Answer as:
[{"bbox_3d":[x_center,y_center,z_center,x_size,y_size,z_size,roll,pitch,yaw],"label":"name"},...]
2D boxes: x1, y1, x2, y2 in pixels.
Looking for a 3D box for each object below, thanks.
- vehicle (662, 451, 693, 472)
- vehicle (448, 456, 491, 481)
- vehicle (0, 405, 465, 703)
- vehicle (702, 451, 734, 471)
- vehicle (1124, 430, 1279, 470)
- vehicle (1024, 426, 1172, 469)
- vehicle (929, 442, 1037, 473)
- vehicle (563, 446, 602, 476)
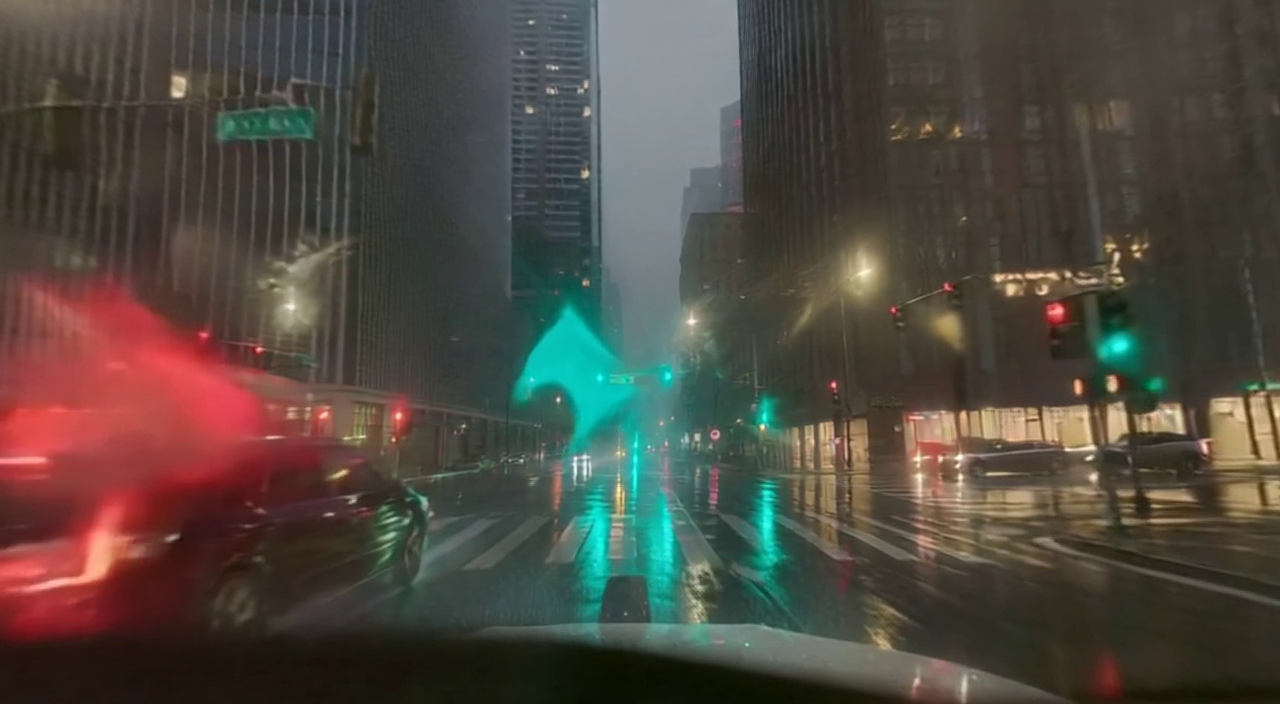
[{"bbox_3d":[2.738,8.014,46.356,1.919,1.371,3.583,-1,-9,-2],"label":"vehicle"},{"bbox_3d":[-12.610,8.614,46.858,2.118,1.644,4.188,0,-8,-1],"label":"vehicle"},{"bbox_3d":[-2.963,1.271,4.438,2.014,1.480,4.780,0,-8,1],"label":"vehicle"},{"bbox_3d":[5.999,8.433,49.007,1.882,1.479,4.652,0,-8,0],"label":"vehicle"},{"bbox_3d":[22.116,3.851,24.789,4.475,1.482,2.026,0,-8,-1],"label":"vehicle"},{"bbox_3d":[20.134,4.225,27.890,4.827,1.817,2.190,0,-8,0],"label":"vehicle"},{"bbox_3d":[17.145,5.276,31.673,4.293,1.495,1.935,0,-9,-1],"label":"vehicle"},{"bbox_3d":[-3.812,7.314,42.612,2.176,1.804,4.740,-3,-9,0],"label":"vehicle"}]
